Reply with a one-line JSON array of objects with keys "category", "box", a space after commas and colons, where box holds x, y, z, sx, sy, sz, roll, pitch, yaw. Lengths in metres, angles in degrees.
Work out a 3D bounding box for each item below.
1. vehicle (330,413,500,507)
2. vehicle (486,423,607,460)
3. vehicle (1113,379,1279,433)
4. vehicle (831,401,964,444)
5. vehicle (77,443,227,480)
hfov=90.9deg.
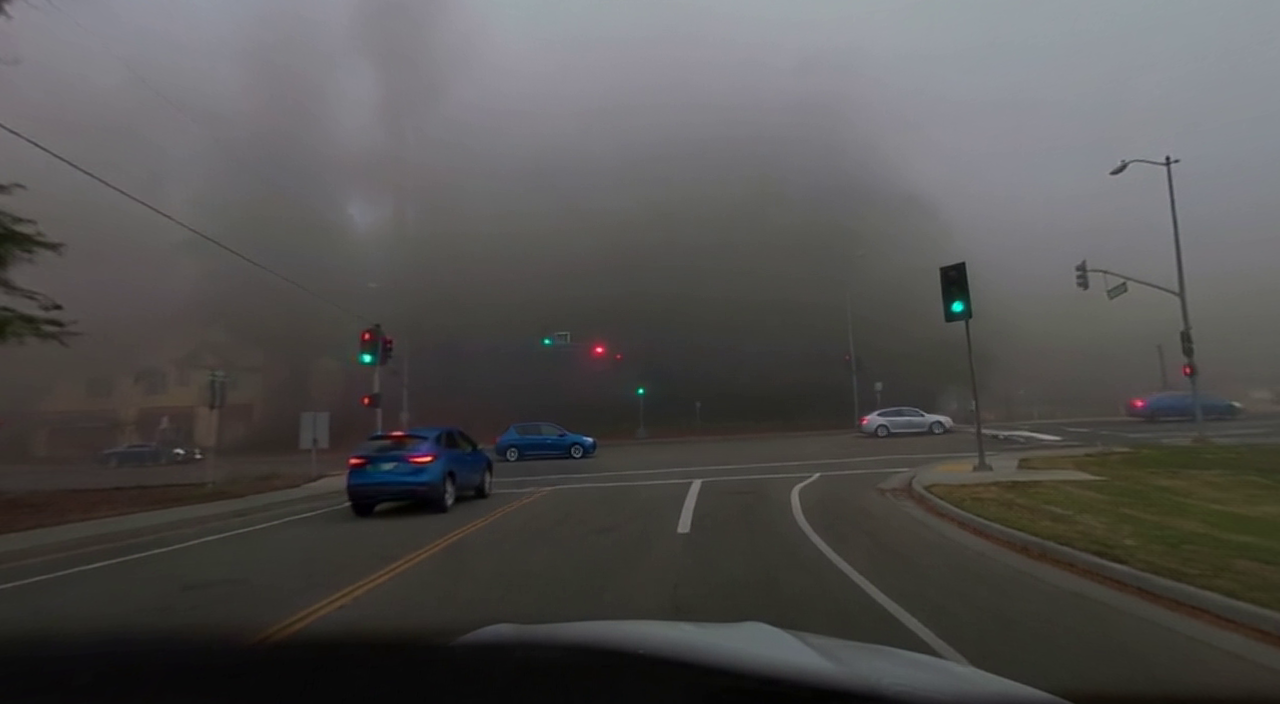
[{"category": "vehicle", "box": [-4.724, 2.359, 14.137, 1.928, 1.726, 4.704, -1, -9, 2]}, {"category": "vehicle", "box": [-3.859, 3.756, 26.584, 4.757, 1.442, 1.858, -1, -6, 1]}, {"category": "vehicle", "box": [22.794, 2.262, 25.798, 4.950, 2.022, 2.221, 0, -8, 1]}, {"category": "vehicle", "box": [10.607, 2.956, 26.248, 4.636, 1.668, 1.935, -1, -8, 2]}, {"category": "vehicle", "box": [-20.376, 4.575, 26.479, 4.610, 1.476, 2.021, 0, -8, 0]}]
